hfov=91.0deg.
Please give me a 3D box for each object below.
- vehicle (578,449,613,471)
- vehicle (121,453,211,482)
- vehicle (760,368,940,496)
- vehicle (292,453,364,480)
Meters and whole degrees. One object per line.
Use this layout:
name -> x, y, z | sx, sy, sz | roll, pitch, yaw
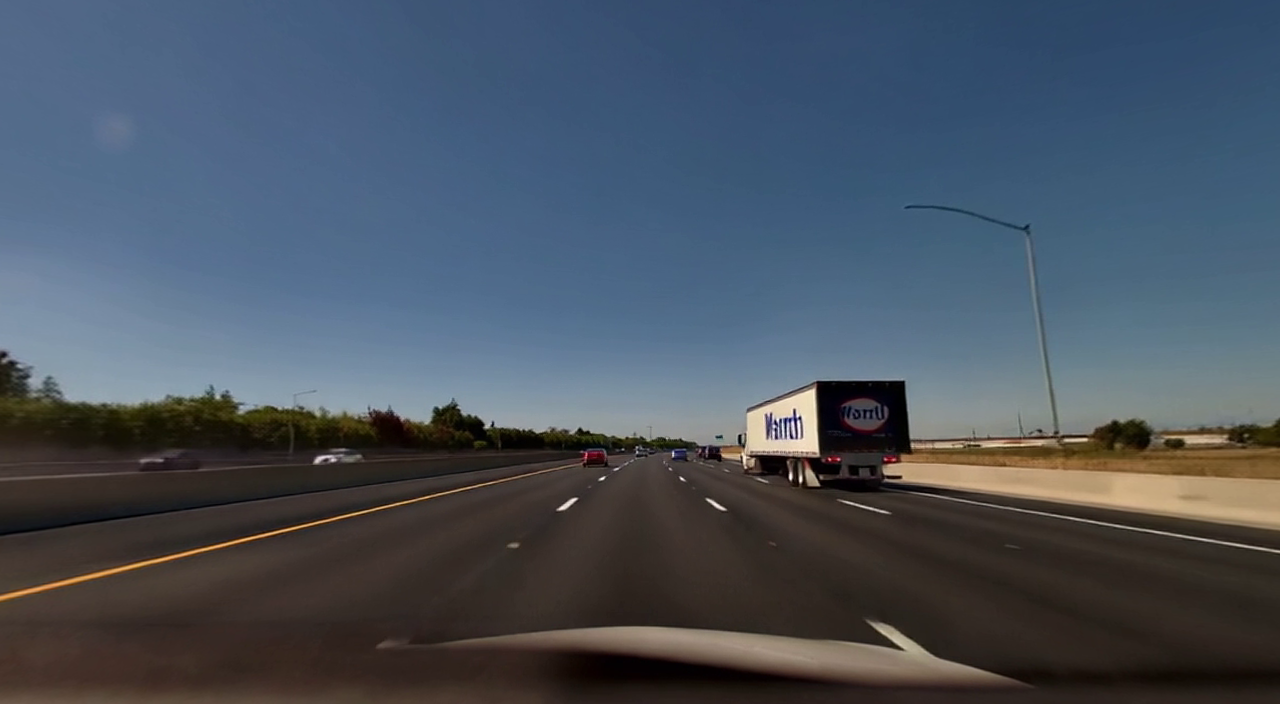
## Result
vehicle -> -3.264, 7.951, 46.714 | 2.164, 1.507, 4.748 | 0, -9, 1
vehicle -> -29.783, 7.234, 39.755 | 1.913, 1.662, 4.585 | 0, -9, 3
vehicle -> 8.245, 3.741, 28.160 | 2.912, 4.143, 15.538 | 0, -9, 1
vehicle -> -19.501, 7.164, 39.643 | 1.938, 1.563, 4.622 | 0, -9, 3
